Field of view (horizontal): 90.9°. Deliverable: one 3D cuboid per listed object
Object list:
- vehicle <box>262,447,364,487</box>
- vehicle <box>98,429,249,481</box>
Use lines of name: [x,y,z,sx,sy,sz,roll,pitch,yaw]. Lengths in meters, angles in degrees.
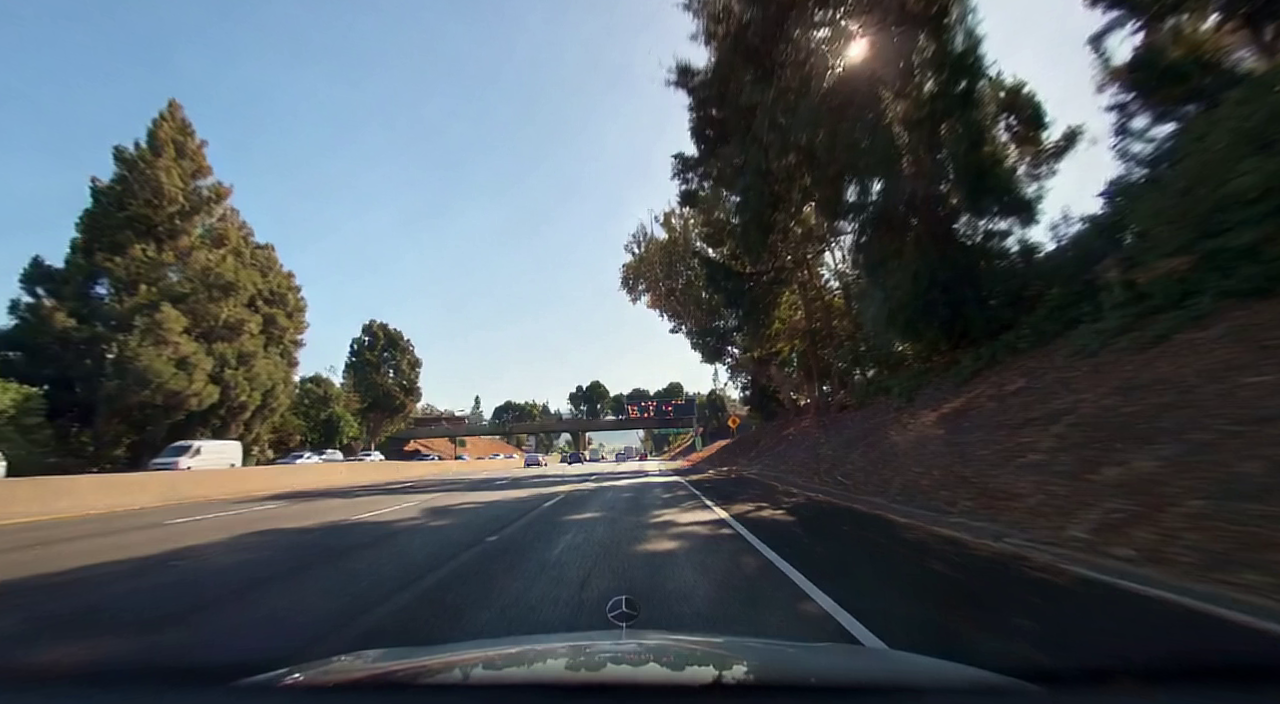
vehicle: [-16.889,5.927,33.041,2.170,1.891,5.744,0,-8,1]
vehicle: [-20.766,4.632,28.580,2.053,2.088,6.081,0,-8,1]
